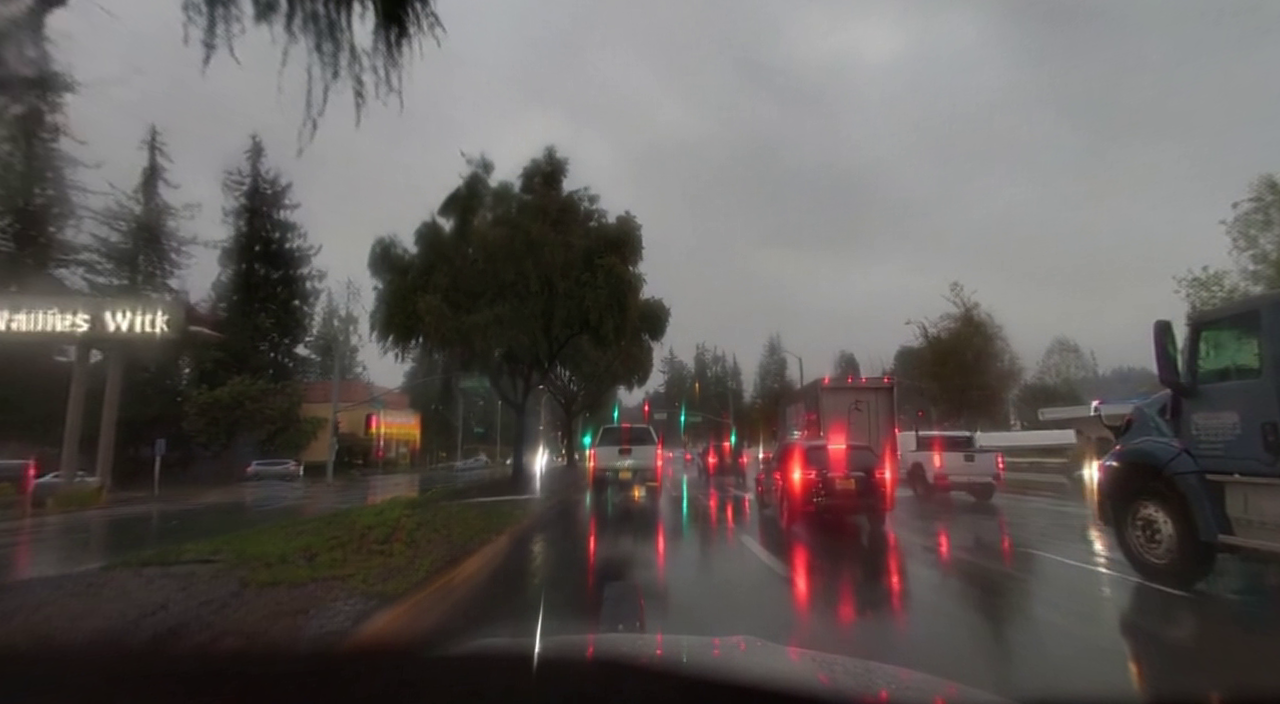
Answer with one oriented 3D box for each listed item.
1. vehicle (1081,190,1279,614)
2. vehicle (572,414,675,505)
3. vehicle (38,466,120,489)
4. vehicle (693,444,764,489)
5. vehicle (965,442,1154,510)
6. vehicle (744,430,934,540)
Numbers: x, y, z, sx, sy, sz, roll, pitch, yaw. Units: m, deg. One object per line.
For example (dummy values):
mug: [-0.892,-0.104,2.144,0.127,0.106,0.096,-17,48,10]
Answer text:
vehicle: [6.474,0.138,3.339,2.802,3.322,7.429,0,-9,0]
vehicle: [-0.433,3.007,18.004,2.499,2.183,5.111,0,-9,-1]
vehicle: [-38.150,8.514,43.002,4.150,1.474,1.826,-2,-10,9]
vehicle: [3.144,4.162,23.363,1.922,1.483,4.436,0,-9,-1]
vehicle: [10.413,3.079,16.184,1.768,1.472,4.350,0,-9,-1]
vehicle: [3.335,2.331,11.822,1.905,1.587,4.998,0,-9,0]
